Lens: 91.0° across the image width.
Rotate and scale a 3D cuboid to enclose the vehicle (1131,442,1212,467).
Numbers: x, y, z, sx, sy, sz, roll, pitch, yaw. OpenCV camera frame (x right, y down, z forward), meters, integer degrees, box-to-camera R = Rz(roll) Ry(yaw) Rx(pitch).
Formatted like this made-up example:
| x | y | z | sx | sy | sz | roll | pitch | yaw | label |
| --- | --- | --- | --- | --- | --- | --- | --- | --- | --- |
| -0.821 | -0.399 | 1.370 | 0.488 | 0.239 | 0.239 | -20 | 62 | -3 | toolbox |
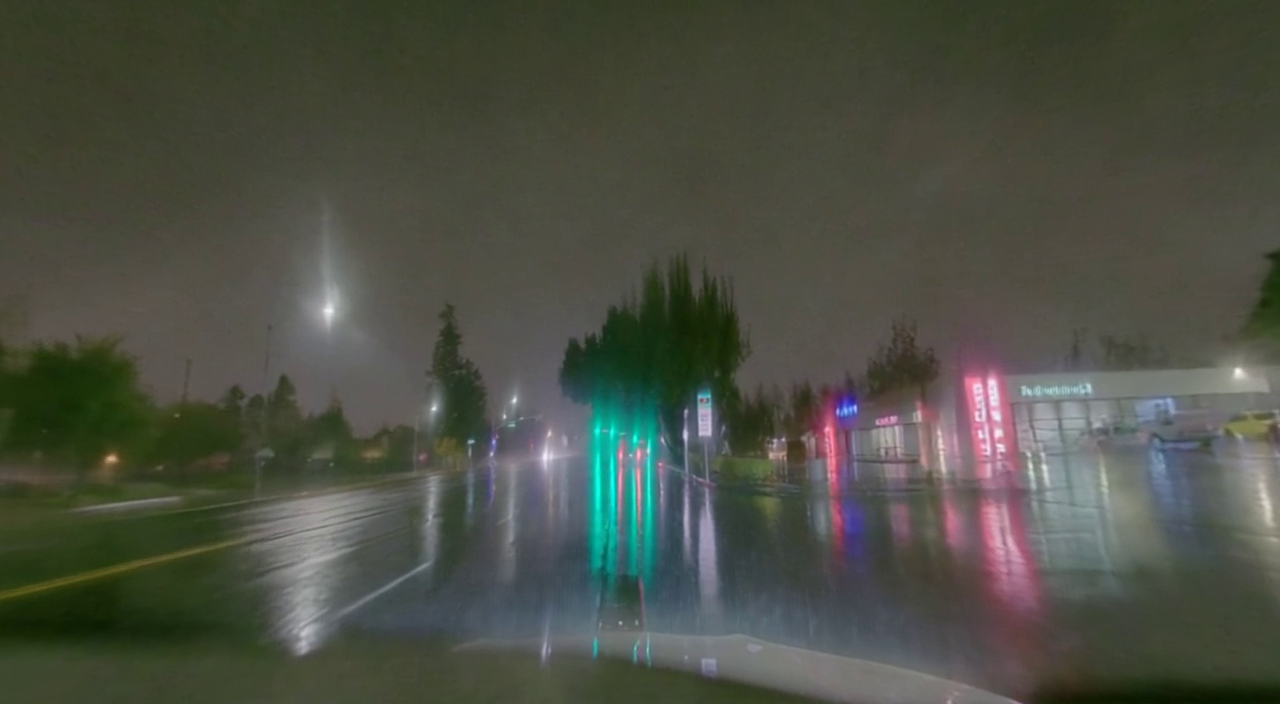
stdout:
| x | y | z | sx | sy | sz | roll | pitch | yaw | label |
| --- | --- | --- | --- | --- | --- | --- | --- | --- | --- |
| 33.190 | 6.386 | 39.271 | 4.411 | 1.457 | 2.013 | 4 | -10 | -24 | vehicle |
